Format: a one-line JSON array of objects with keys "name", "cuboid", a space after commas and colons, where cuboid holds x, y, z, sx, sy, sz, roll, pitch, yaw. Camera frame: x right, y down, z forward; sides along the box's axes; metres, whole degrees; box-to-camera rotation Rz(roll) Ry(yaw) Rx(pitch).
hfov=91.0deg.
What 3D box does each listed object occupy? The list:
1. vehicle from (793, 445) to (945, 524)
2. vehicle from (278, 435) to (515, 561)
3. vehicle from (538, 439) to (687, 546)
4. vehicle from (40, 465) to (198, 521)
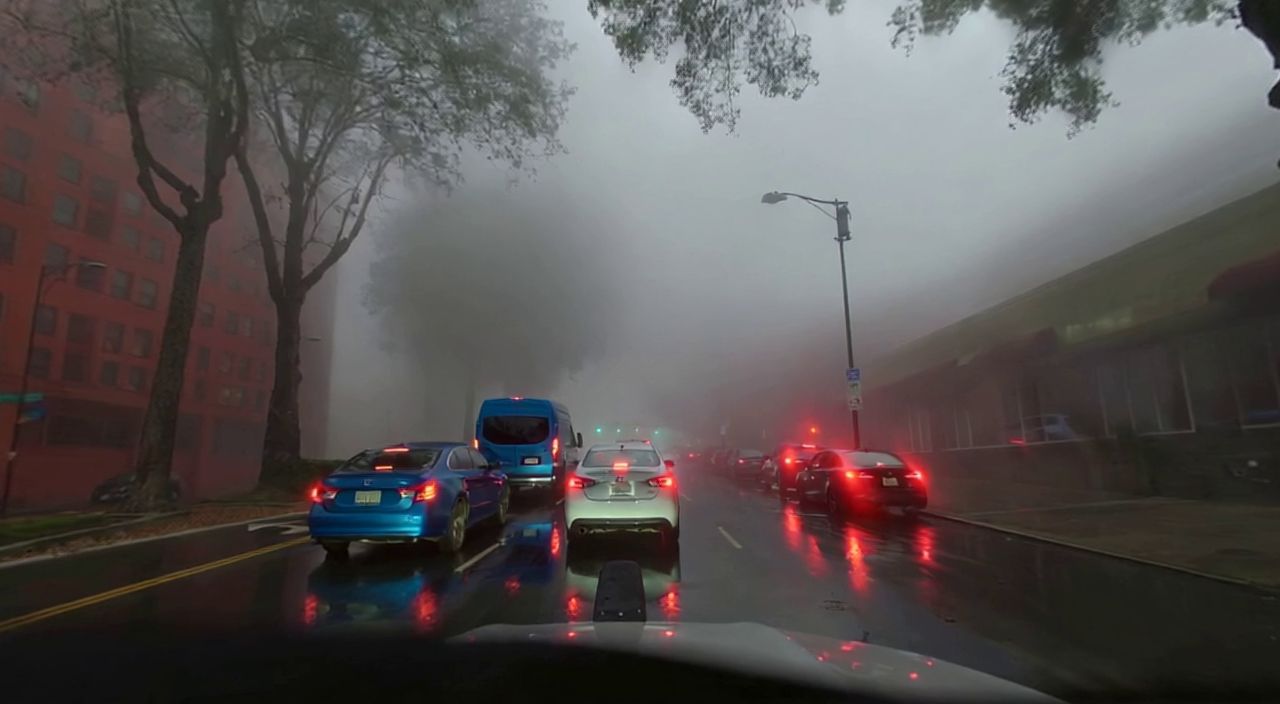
[{"name": "vehicle", "cuboid": [4.902, 2.864, 14.176, 1.832, 1.491, 4.054, 1, -9, -1]}, {"name": "vehicle", "cuboid": [-3.517, 2.181, 10.200, 1.995, 1.554, 4.426, 0, -9, 1]}, {"name": "vehicle", "cuboid": [-0.393, 2.348, 11.231, 2.152, 1.518, 4.113, 0, -9, 0]}, {"name": "vehicle", "cuboid": [-17.878, 4.800, 21.933, 1.802, 1.609, 4.284, 0, -9, 0]}]
